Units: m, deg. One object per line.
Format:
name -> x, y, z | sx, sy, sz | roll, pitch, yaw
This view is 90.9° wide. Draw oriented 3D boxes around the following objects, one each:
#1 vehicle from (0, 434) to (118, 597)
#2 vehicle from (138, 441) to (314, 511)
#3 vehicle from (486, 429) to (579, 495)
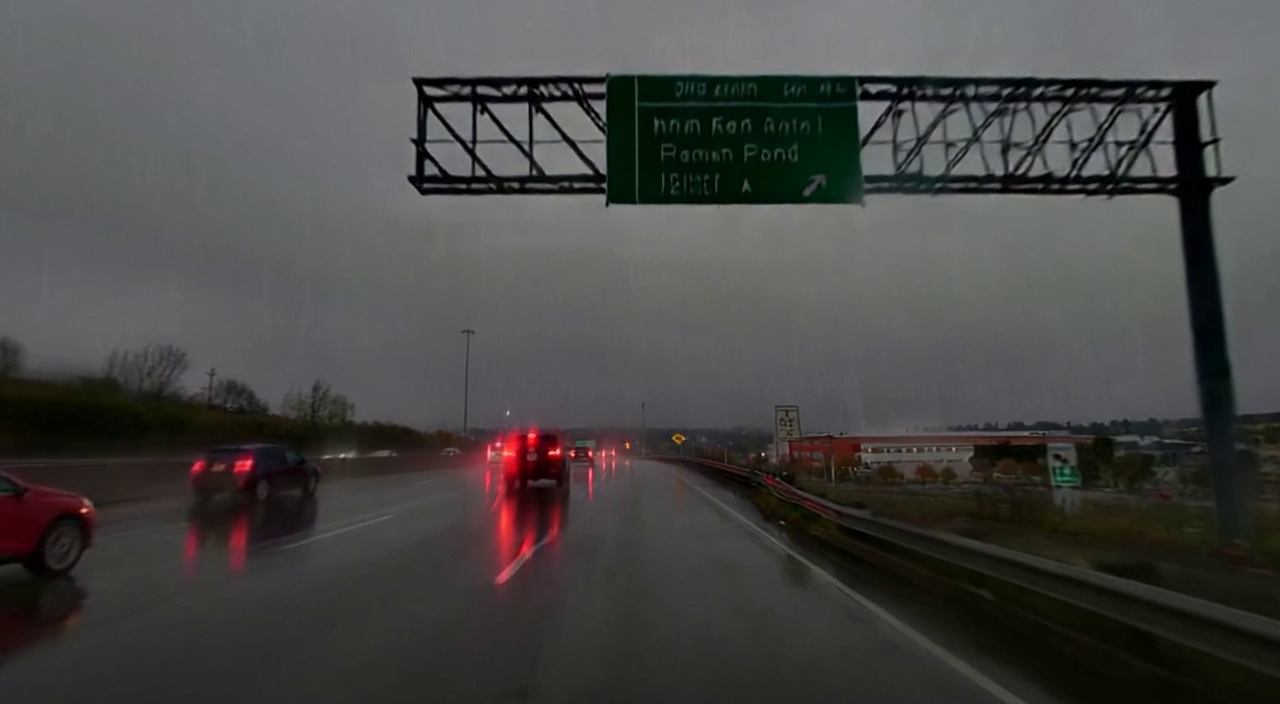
vehicle -> -6.901, 1.474, 5.477 | 1.796, 1.509, 3.393 | 0, -8, 0
vehicle -> -11.124, 3.318, 17.440 | 1.919, 1.665, 4.394 | 0, -8, -1
vehicle -> -3.540, 3.755, 22.008 | 2.301, 1.985, 5.247 | 0, -8, 0
